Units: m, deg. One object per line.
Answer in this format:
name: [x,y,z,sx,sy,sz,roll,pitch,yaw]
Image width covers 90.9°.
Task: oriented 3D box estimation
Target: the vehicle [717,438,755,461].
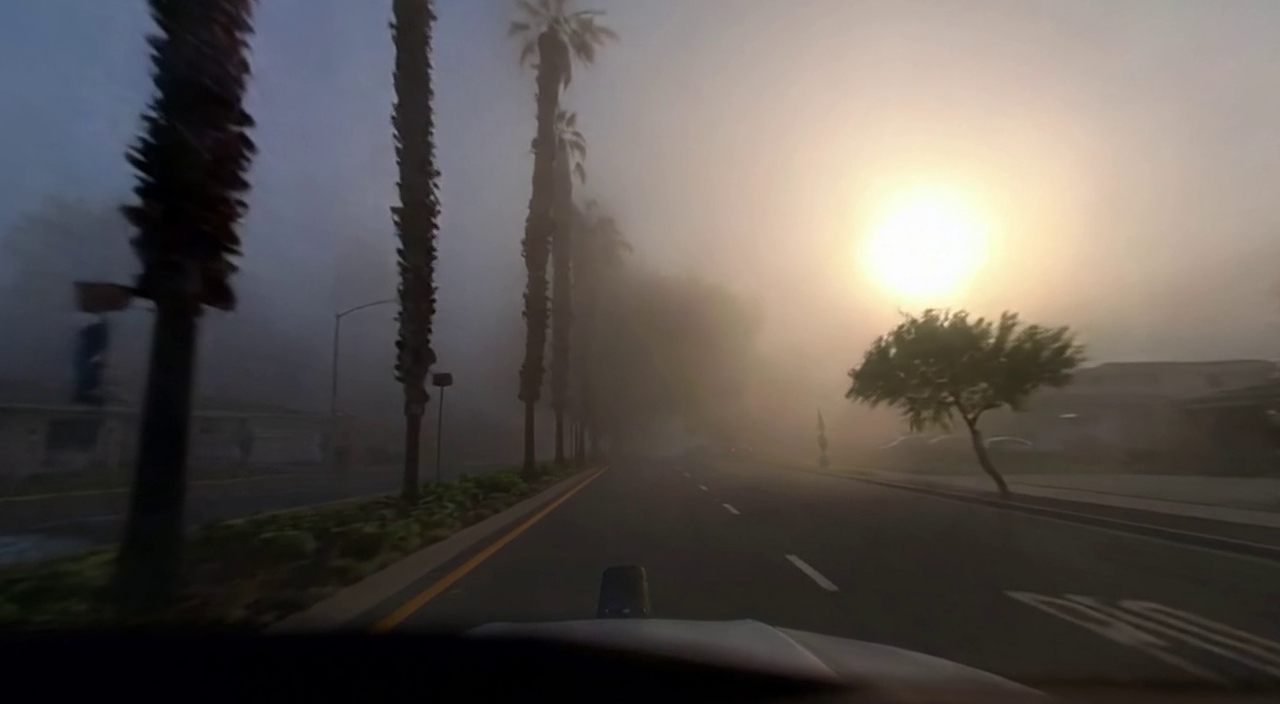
vehicle: [7.200,7.403,47.776,2.126,1.639,4.539,0,-8,-1]
